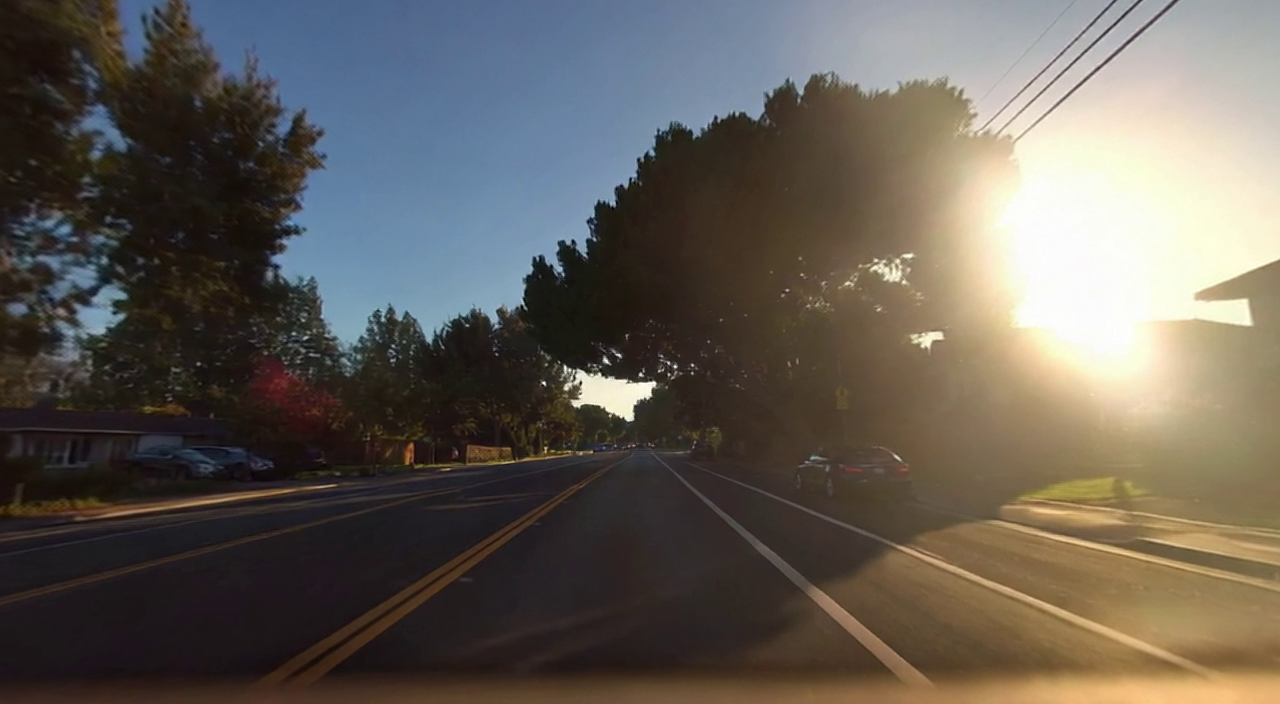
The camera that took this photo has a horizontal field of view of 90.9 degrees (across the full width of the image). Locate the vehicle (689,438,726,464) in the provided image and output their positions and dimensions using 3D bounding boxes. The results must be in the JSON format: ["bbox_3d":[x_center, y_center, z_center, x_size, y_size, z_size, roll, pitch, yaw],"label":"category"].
[{"bbox_3d":[4.854,7.217,46.037,2.105,1.772,4.757,0,-8,-1],"label":"vehicle"}]

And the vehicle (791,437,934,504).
[{"bbox_3d":[5.419,2.937,16.086,1.935,1.453,4.488,0,-8,-1],"label":"vehicle"}]

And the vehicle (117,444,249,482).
[{"bbox_3d":[-21.657,5.271,30.022,4.610,1.721,2.019,0,-8,-1],"label":"vehicle"}]

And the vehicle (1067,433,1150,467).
[{"bbox_3d":[22.835,4.760,30.890,1.783,1.494,3.909,-3,-8,14],"label":"vehicle"}]
